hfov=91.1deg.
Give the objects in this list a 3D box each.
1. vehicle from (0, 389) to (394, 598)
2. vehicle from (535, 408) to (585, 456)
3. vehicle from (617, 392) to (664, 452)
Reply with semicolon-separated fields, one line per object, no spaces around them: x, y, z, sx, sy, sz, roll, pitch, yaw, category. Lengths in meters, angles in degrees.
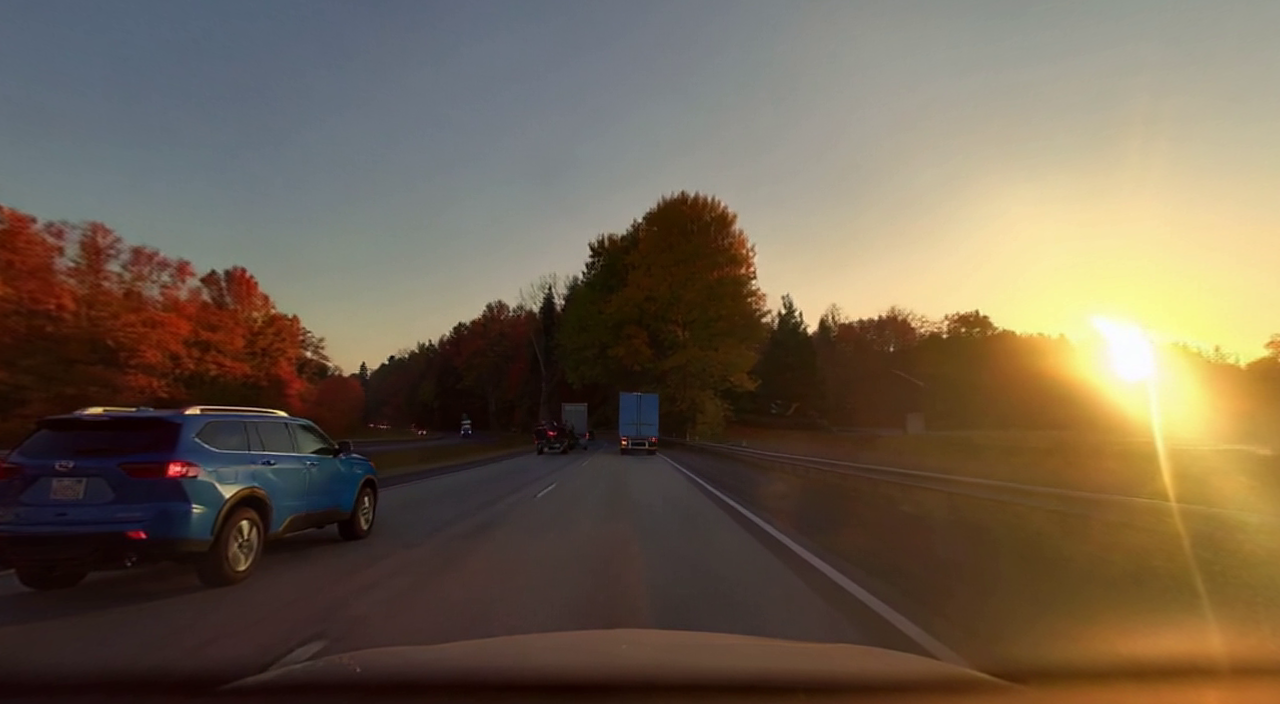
-4.820;1.431;7.354;2.089;1.669;4.515;0;-8;-1;vehicle
-4.868;4.991;39.195;2.383;2.726;5.677;0;-8;0;vehicle
-0.097;5.209;45.806;3.078;3.955;8.774;0;-8;-2;vehicle
